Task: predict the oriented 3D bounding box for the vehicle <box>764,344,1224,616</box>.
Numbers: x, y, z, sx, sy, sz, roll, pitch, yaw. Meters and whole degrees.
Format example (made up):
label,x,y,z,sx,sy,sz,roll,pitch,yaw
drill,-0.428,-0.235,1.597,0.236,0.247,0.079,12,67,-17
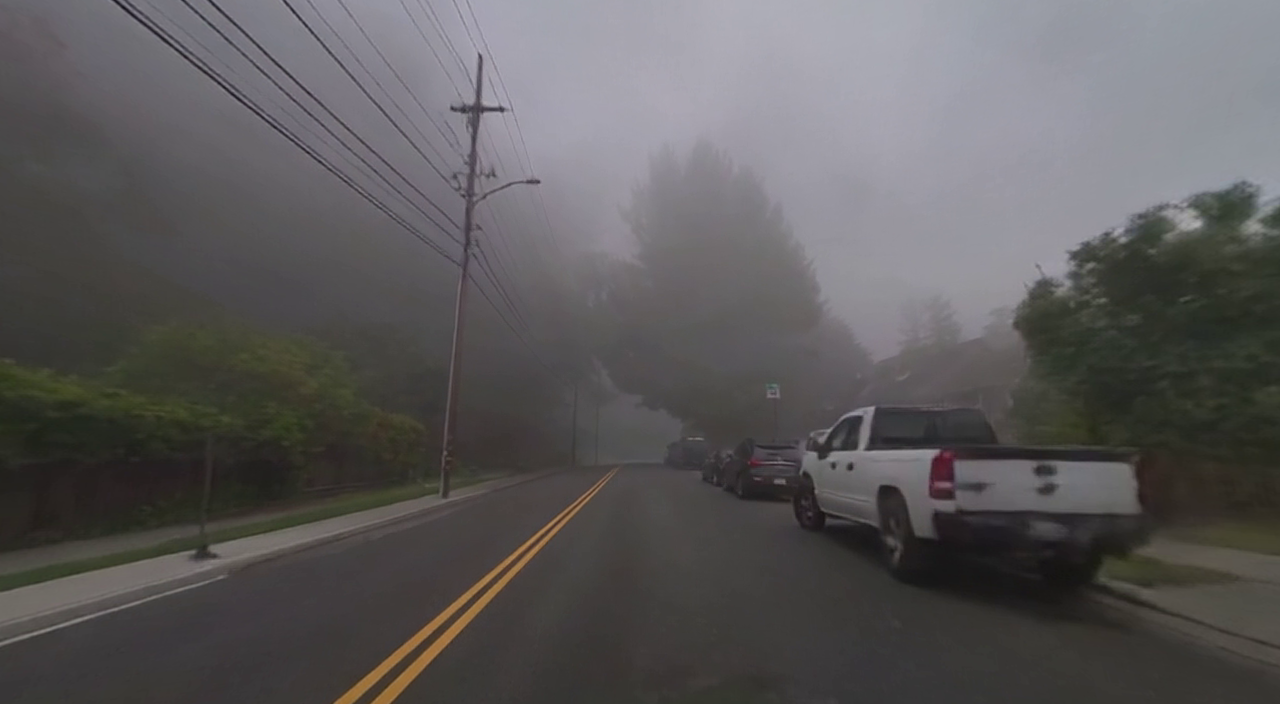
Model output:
label,x,y,z,sx,sy,sz,roll,pitch,yaw
vehicle,3.246,1.381,7.746,2.347,2.070,5.735,0,-8,1
